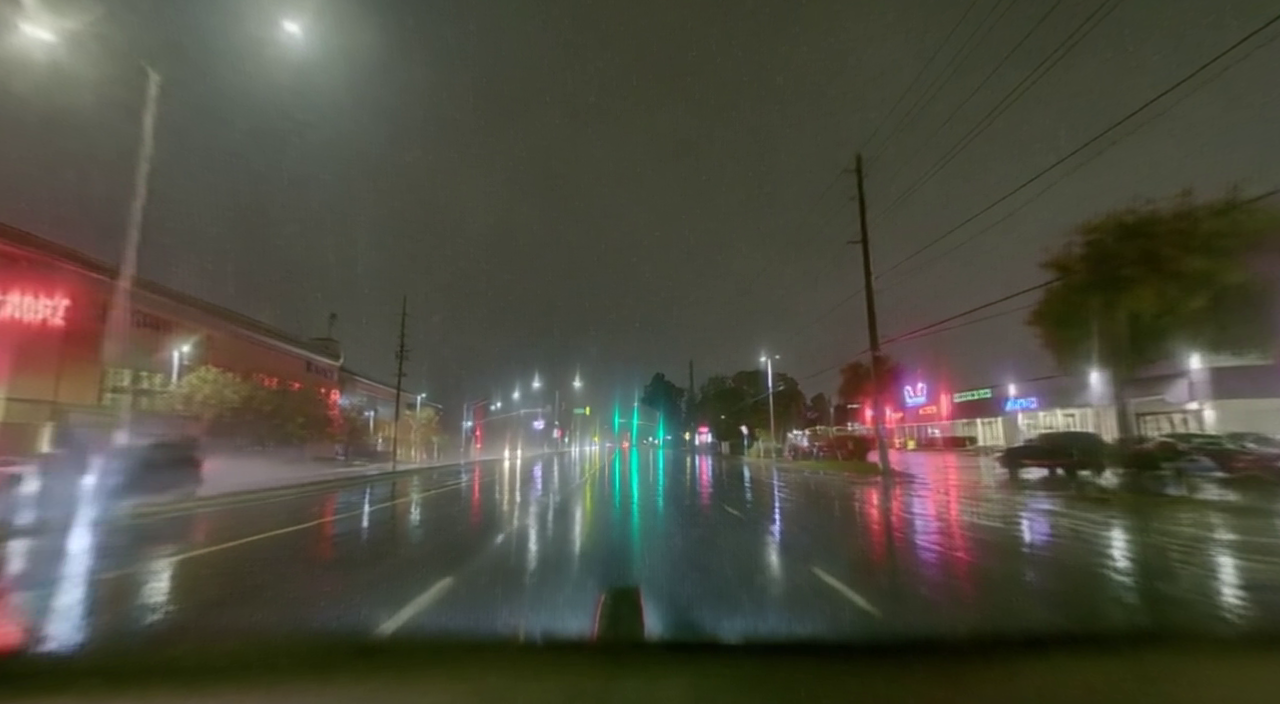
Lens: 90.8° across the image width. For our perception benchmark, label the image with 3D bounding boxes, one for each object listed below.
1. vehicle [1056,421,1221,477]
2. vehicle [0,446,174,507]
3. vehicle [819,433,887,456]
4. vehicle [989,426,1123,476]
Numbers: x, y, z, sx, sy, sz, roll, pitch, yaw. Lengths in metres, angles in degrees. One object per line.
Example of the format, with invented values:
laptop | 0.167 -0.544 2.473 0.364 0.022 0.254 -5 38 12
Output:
vehicle | 17.964 3.533 23.171 1.995 1.793 4.956 0 -8 0
vehicle | -15.898 3.449 18.055 1.872 1.505 4.296 0 -8 0
vehicle | 16.796 7.341 49.962 4.634 1.745 1.893 0 -8 0
vehicle | 15.310 3.671 23.646 1.881 1.664 4.658 0 -8 1
